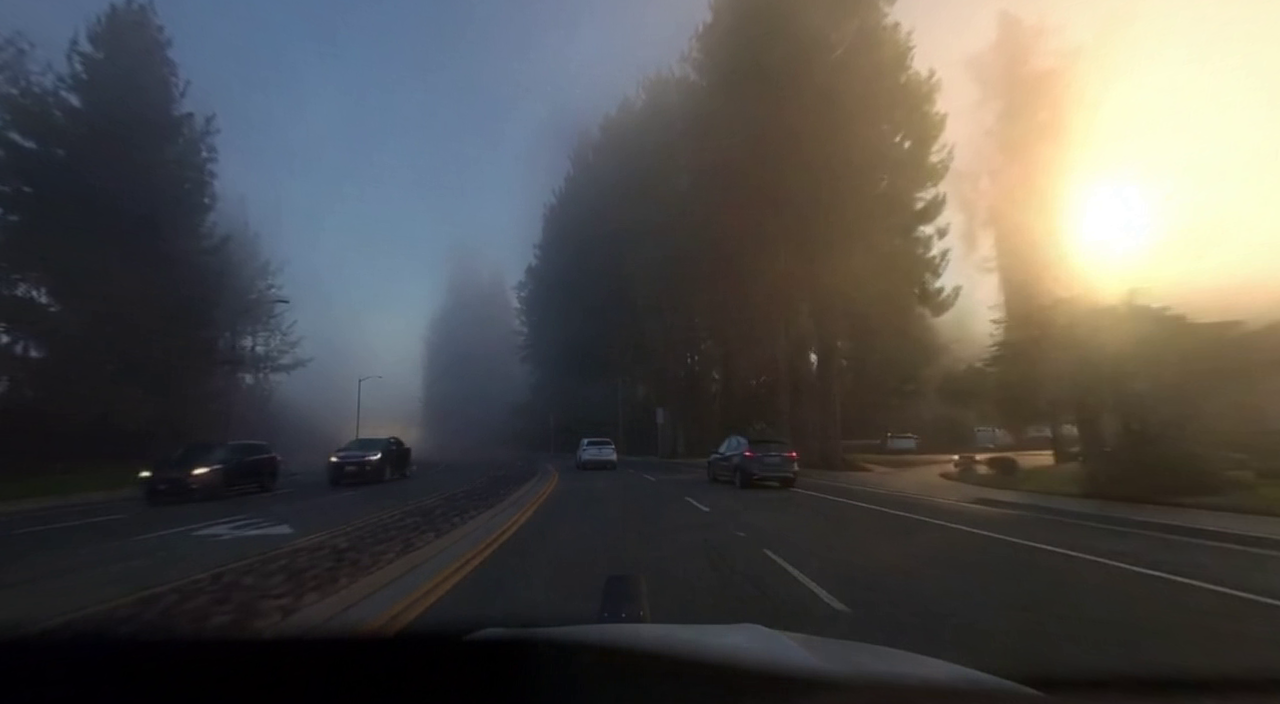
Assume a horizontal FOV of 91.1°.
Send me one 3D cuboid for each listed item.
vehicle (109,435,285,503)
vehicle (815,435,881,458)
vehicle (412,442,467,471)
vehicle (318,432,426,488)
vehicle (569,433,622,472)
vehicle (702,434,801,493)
[{"bbox_3d":[-13.478,3.561,19.617,2.288,1.842,4.837,1,-9,-5],"label":"vehicle"},{"bbox_3d":[16.259,7.379,49.122,4.528,1.707,2.172,4,-9,-24],"label":"vehicle"},{"bbox_3d":[-11.682,6.144,36.837,2.002,1.550,4.444,1,-10,-4],"label":"vehicle"},{"bbox_3d":[-9.519,3.857,22.808,2.211,1.801,4.894,1,-9,-6],"label":"vehicle"},{"bbox_3d":[-2.317,5.043,31.734,2.165,1.783,4.391,2,-9,-10],"label":"vehicle"},{"bbox_3d":[3.078,3.192,18.369,1.915,1.495,4.880,0,-9,-1],"label":"vehicle"}]
